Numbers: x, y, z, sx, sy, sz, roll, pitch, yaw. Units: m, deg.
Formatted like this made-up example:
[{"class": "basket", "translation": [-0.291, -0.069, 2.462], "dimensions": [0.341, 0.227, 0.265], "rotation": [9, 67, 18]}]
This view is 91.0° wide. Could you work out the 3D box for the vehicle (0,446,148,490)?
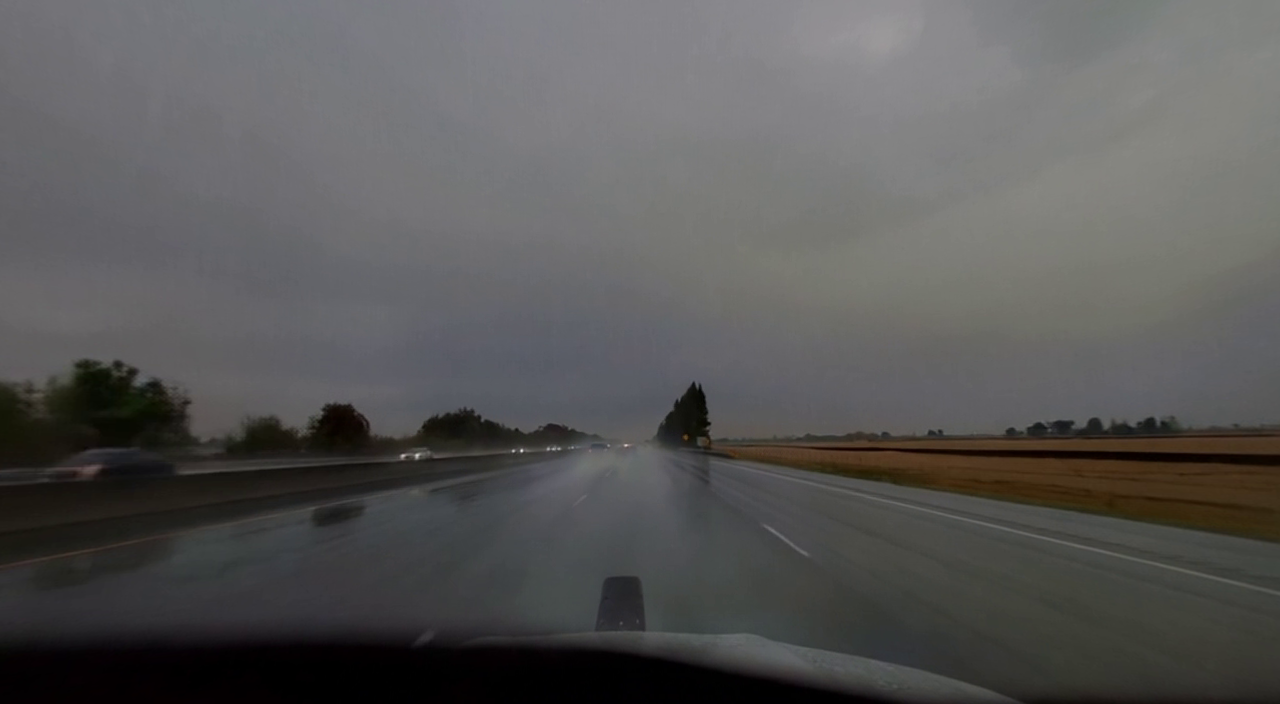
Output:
[{"class": "vehicle", "translation": [-24.042, 4.883, 26.942], "dimensions": [1.975, 1.714, 4.818], "rotation": [0, -9, 1]}]
